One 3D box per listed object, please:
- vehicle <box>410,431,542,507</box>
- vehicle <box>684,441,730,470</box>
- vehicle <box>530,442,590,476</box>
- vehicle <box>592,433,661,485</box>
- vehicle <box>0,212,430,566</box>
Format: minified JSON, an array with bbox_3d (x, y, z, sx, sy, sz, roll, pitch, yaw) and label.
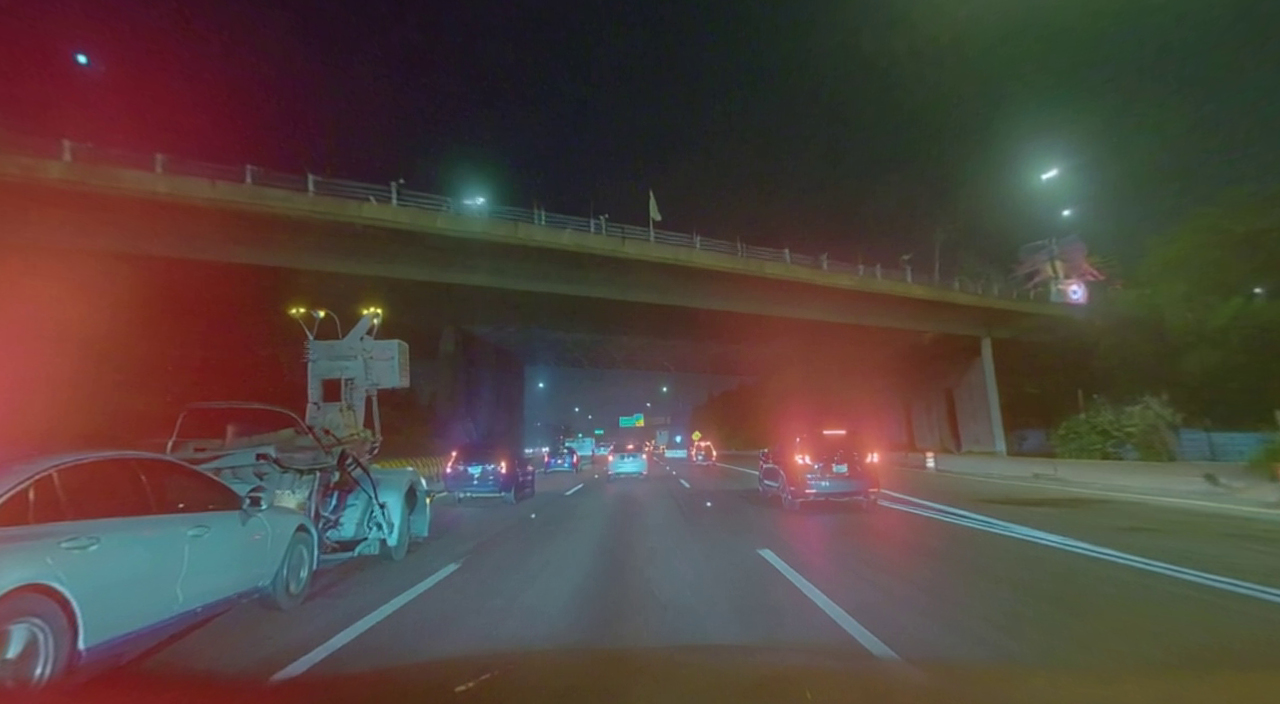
[{"bbox_3d":[-3.952,2.895,16.082,2.124,1.639,4.344,0,-8,1],"label":"vehicle"},{"bbox_3d":[3.595,5.659,34.564,2.003,1.465,4.092,0,-8,-1],"label":"vehicle"},{"bbox_3d":[-3.686,5.024,29.923,2.141,1.455,4.447,0,-8,1],"label":"vehicle"},{"bbox_3d":[-0.444,3.830,22.952,2.270,1.696,4.061,0,-8,0],"label":"vehicle"},{"bbox_3d":[-7.503,1.112,12.182,2.959,3.886,10.574,0,-8,1],"label":"vehicle"}]
